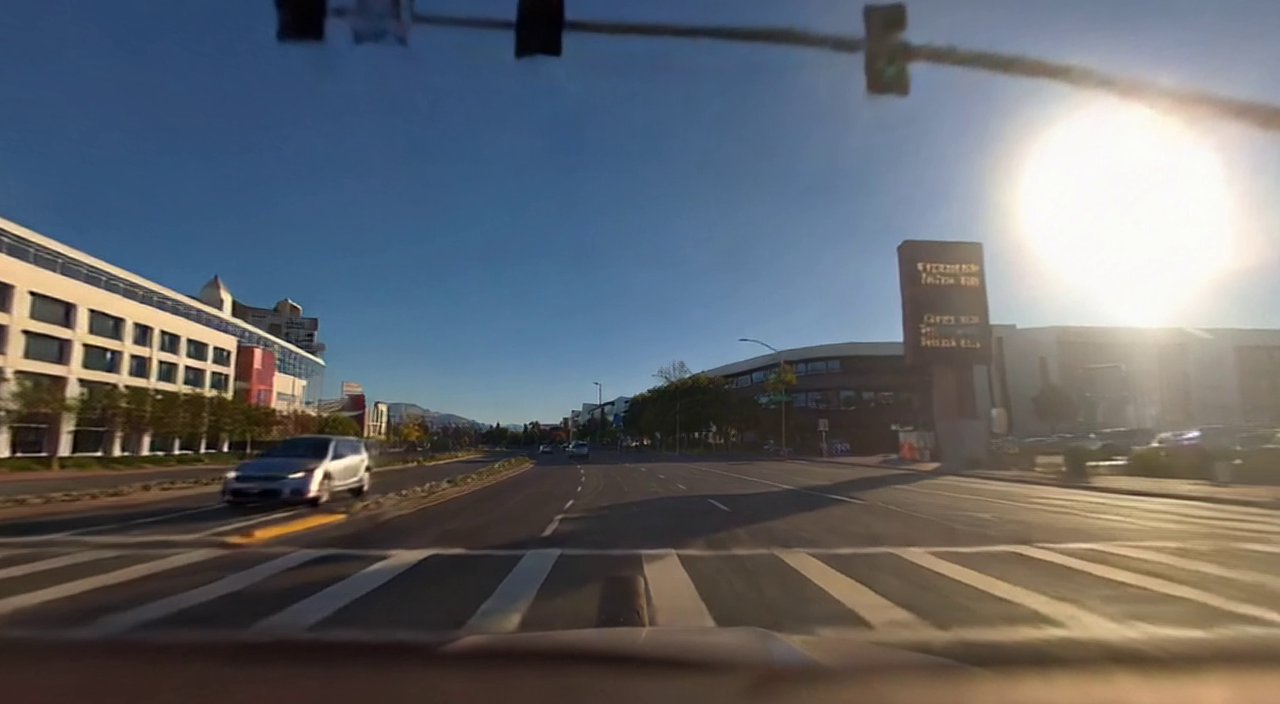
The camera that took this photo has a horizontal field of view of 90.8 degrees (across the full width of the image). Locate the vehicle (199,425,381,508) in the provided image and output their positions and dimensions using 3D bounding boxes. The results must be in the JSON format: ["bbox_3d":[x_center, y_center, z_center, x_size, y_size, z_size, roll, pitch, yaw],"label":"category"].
[{"bbox_3d":[-8.633,2.845,16.204,2.175,1.795,4.640,0,-8,-3],"label":"vehicle"}]
